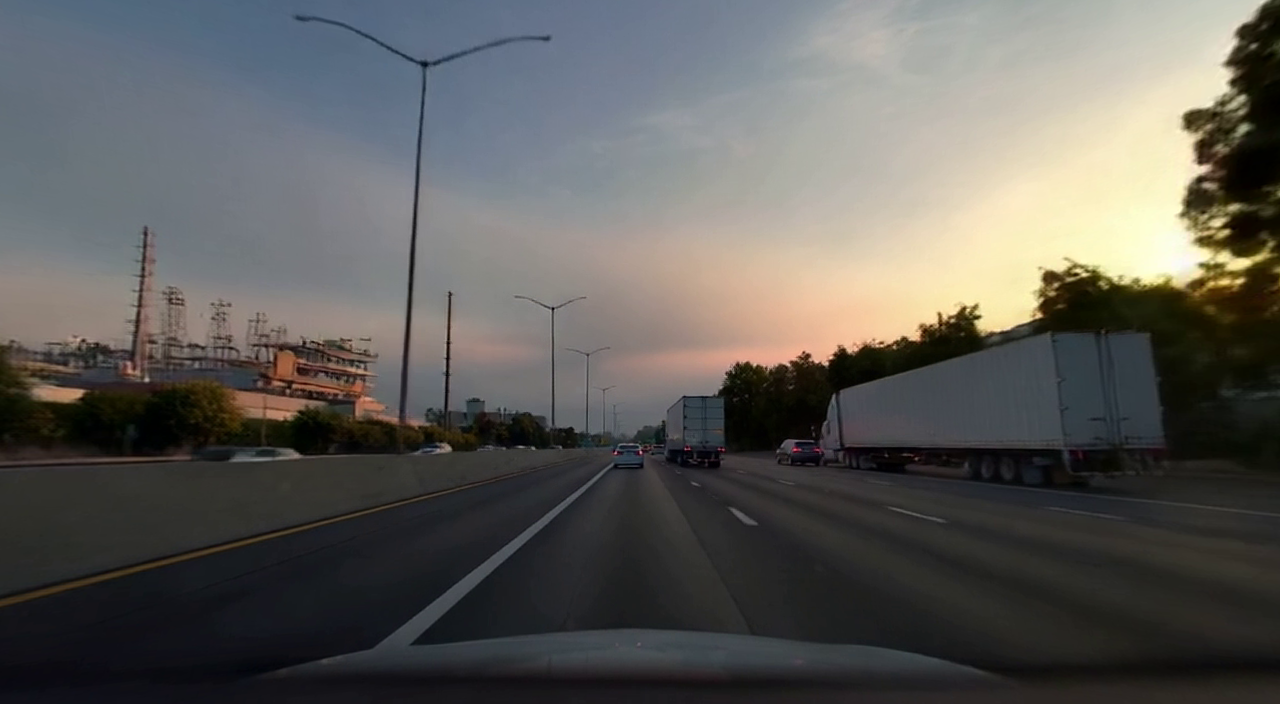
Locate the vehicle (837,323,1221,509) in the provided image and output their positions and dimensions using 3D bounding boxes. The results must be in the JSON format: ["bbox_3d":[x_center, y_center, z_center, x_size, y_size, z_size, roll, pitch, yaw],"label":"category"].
[{"bbox_3d":[11.366,2.700,22.778,2.898,4.171,17.188,0,-9,0],"label":"vehicle"}]

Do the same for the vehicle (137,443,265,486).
[{"bbox_3d":[-16.667,4.263,24.294,1.781,1.477,4.274,0,-9,1],"label":"vehicle"}]

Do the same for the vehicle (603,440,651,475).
[{"bbox_3d":[-0.581,5.085,30.586,2.163,1.551,4.180,0,-9,0],"label":"vehicle"}]

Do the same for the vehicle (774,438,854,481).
[{"bbox_3d":[7.310,4.561,27.065,2.154,1.658,4.347,0,-9,-1],"label":"vehicle"}]

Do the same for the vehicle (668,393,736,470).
[{"bbox_3d":[3.614,5.087,39.536,2.999,4.127,10.526,0,-9,-1],"label":"vehicle"}]
